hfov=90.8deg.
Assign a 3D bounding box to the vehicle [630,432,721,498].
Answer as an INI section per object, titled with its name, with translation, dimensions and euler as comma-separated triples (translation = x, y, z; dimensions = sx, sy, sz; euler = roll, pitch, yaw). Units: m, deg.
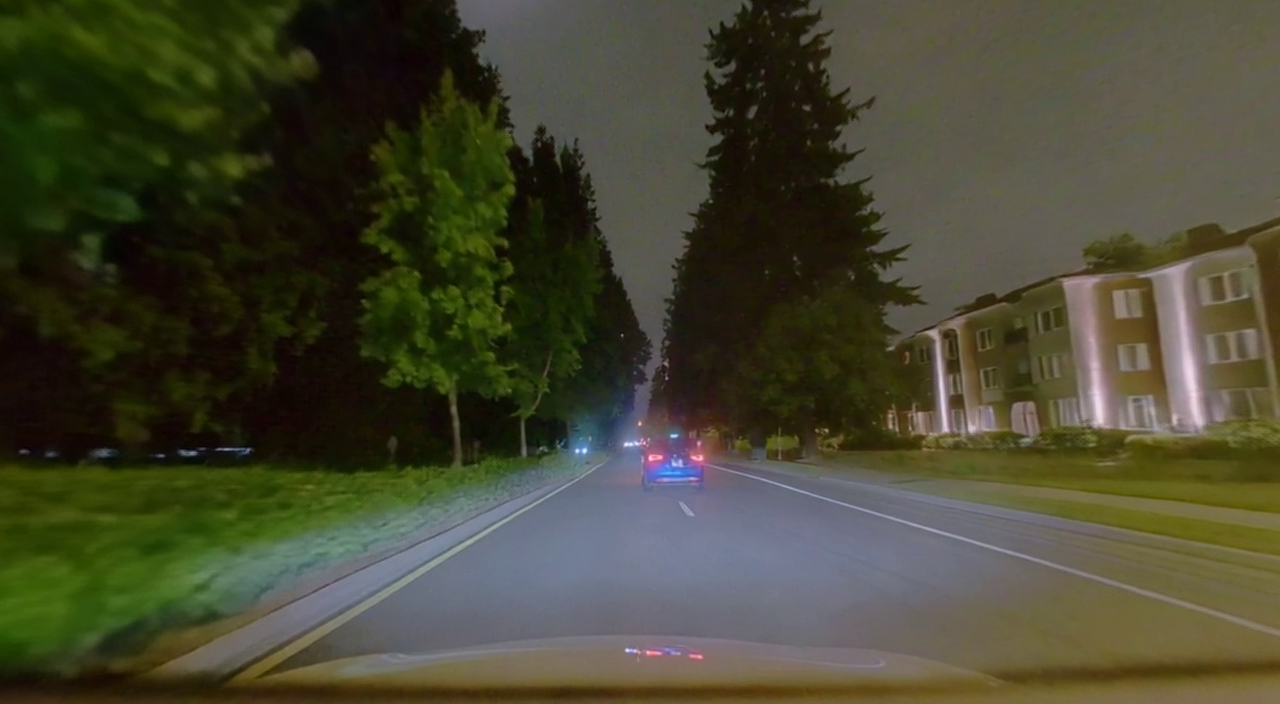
[vehicle]
translation = 0.847, 3.139, 17.994
dimensions = 2.066, 1.603, 4.475
euler = 0, -8, -4
